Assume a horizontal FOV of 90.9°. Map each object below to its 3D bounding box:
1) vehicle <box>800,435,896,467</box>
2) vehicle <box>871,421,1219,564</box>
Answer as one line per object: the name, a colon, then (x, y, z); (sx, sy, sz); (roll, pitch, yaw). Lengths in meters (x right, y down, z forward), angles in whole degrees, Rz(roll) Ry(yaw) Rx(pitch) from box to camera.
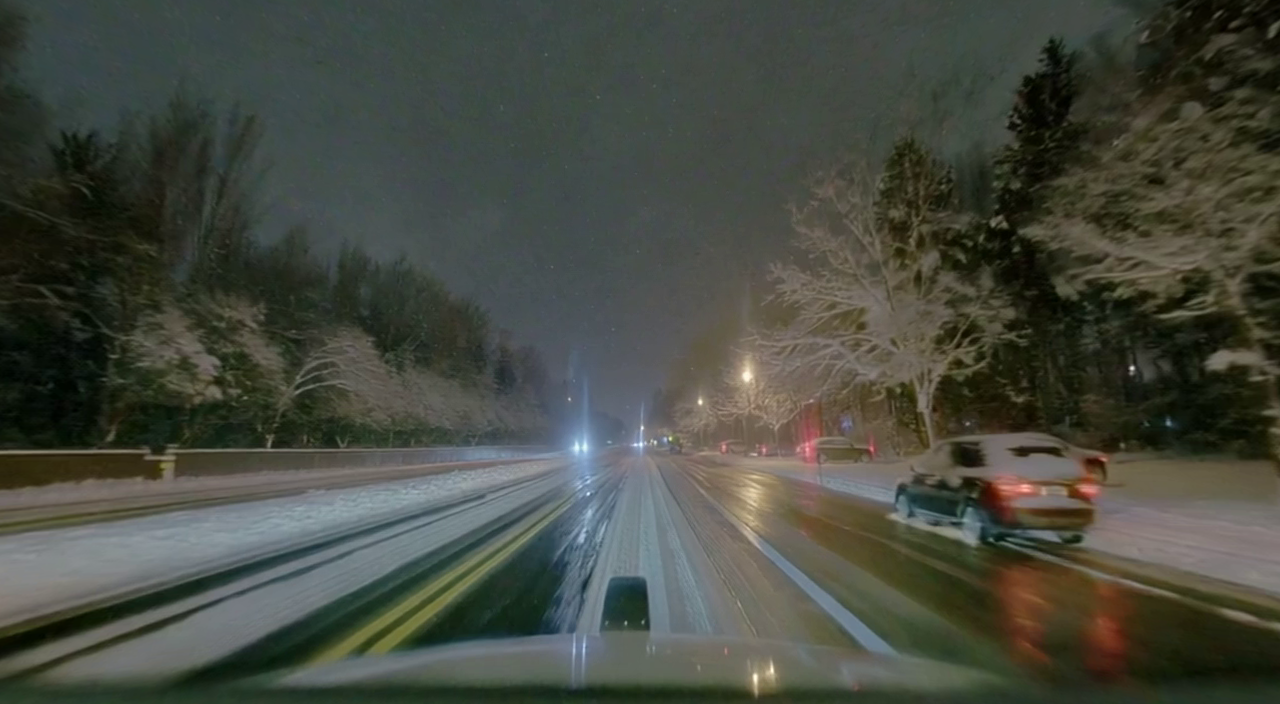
vehicle: (11.342, 5.428, 34.591); (4.493, 1.705, 2.034); (0, -8, 0)
vehicle: (5.313, 1.882, 9.257); (2.131, 1.563, 4.435); (0, -8, 0)
